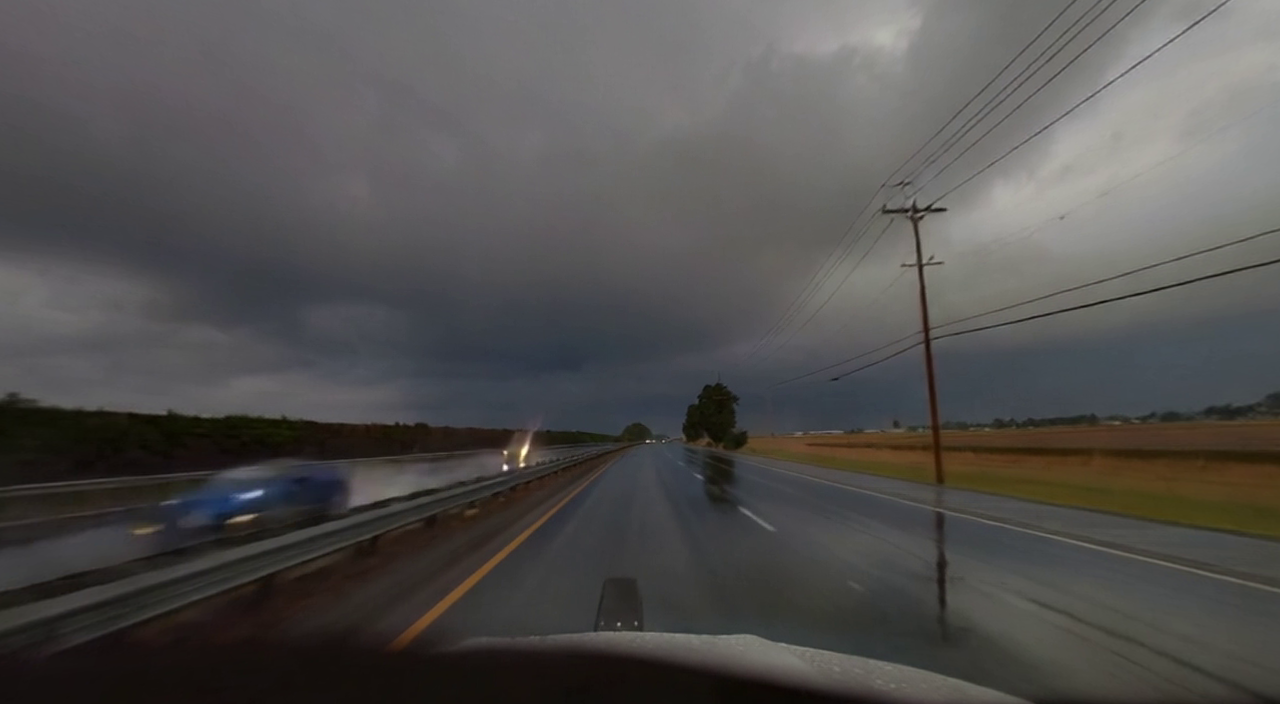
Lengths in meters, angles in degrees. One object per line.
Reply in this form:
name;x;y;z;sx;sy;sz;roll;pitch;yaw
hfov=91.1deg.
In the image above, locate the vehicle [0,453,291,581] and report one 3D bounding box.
vehicle;-7.276;2.270;9.392;1.936;1.430;3.777;0;-8;-1
